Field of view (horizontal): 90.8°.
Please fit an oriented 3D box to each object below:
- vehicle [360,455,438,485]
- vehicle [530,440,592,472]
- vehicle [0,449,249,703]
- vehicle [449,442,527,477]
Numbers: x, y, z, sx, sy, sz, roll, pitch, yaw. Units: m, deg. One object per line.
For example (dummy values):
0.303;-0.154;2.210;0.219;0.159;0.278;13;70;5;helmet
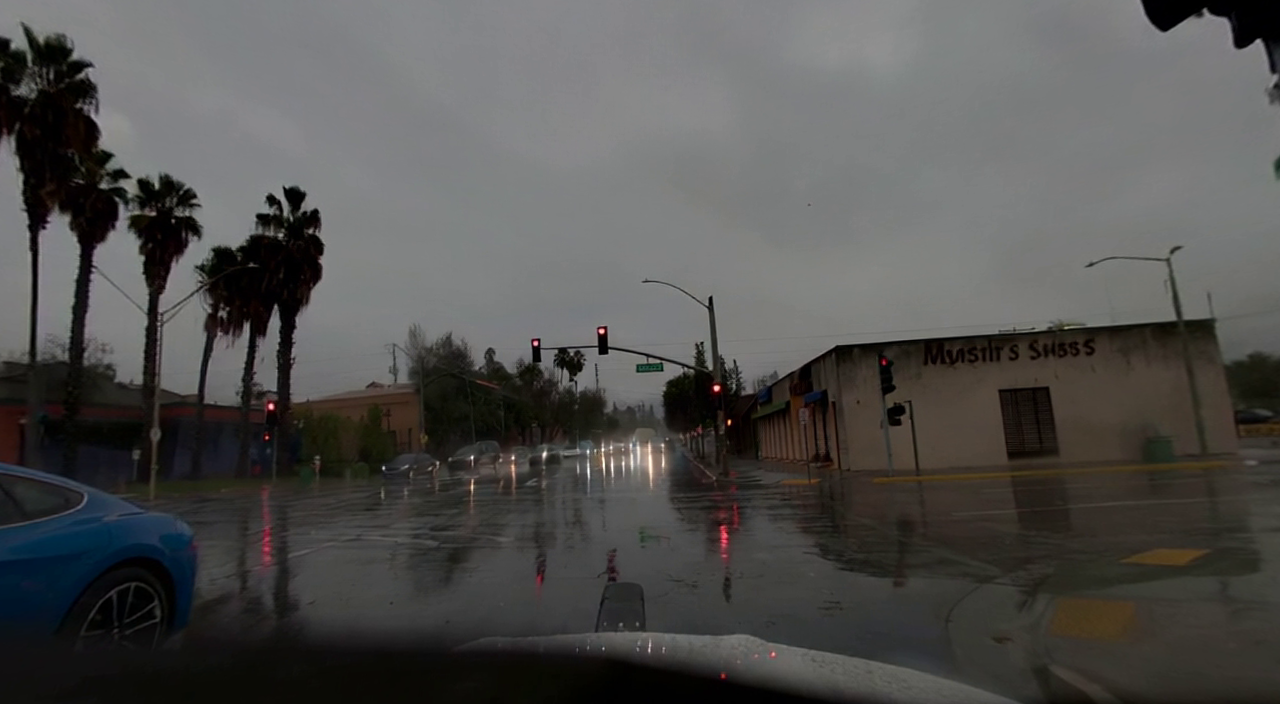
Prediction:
-12.637;6.216;33.524;1.880;1.440;4.418;-2;-9;9;vehicle
-4.519;6.056;36.859;2.092;1.709;4.775;-2;-9;12;vehicle
-3.683;1.021;2.250;1.850;1.325;4.295;0;-9;0;vehicle
-8.441;6.040;35.719;2.152;1.825;5.406;-2;-9;11;vehicle
